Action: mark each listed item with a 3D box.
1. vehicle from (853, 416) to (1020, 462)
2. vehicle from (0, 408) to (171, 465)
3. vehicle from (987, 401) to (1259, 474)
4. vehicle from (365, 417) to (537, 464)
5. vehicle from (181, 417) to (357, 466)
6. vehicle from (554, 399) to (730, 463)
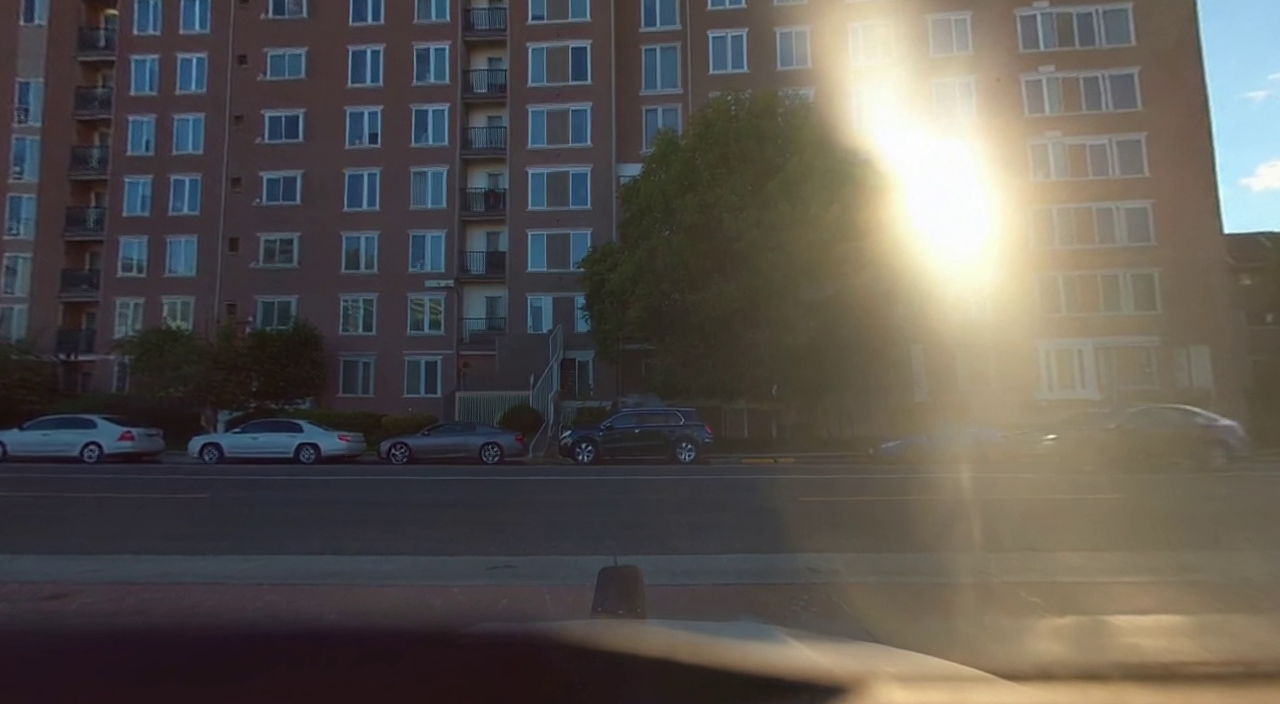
[{"bbox_3d":[9.407,2.784,20.287,4.521,1.411,1.726,1,-7,-4],"label":"vehicle"},{"bbox_3d":[-17.530,2.612,19.488,4.426,1.641,1.889,1,-9,-5],"label":"vehicle"},{"bbox_3d":[10.563,1.919,14.119,4.396,1.501,1.955,0,-9,1],"label":"vehicle"},{"bbox_3d":[-5.829,2.833,19.941,4.851,1.339,1.785,1,-10,-2],"label":"vehicle"},{"bbox_3d":[-11.456,2.809,19.756,4.336,1.438,1.776,1,-8,-3],"label":"vehicle"},{"bbox_3d":[0.001,2.570,20.127,5.299,1.860,2.098,1,-10,-5],"label":"vehicle"}]
